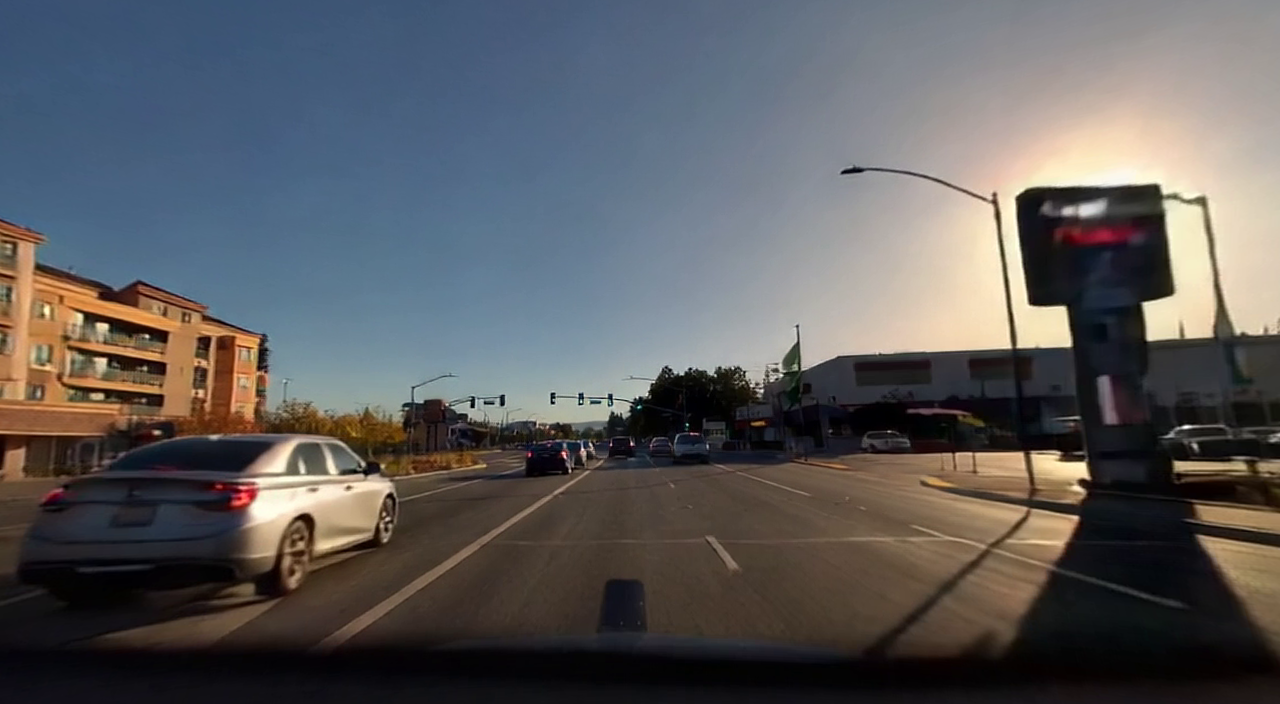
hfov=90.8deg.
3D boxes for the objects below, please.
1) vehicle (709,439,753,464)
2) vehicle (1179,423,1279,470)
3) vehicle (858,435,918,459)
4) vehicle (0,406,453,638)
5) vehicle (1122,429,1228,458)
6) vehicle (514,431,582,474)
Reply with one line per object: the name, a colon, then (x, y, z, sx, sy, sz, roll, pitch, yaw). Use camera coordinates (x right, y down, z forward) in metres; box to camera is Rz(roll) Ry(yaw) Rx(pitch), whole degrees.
vehicle: (5.578, 6.161, 39.263, 2.017, 1.453, 4.497, 0, -8, -1)
vehicle: (23.769, 3.535, 23.730, 4.824, 1.693, 1.984, -4, -9, 21)
vehicle: (16.060, 6.173, 41.198, 1.819, 1.457, 4.680, 0, -8, -3)
vehicle: (-3.685, 1.453, 6.479, 2.097, 1.497, 4.571, 0, -8, 1)
vehicle: (30.550, 5.245, 36.239, 4.181, 1.491, 1.706, -5, -10, 23)
vehicle: (-3.767, 4.214, 26.572, 2.143, 1.643, 4.336, 0, -8, 1)
